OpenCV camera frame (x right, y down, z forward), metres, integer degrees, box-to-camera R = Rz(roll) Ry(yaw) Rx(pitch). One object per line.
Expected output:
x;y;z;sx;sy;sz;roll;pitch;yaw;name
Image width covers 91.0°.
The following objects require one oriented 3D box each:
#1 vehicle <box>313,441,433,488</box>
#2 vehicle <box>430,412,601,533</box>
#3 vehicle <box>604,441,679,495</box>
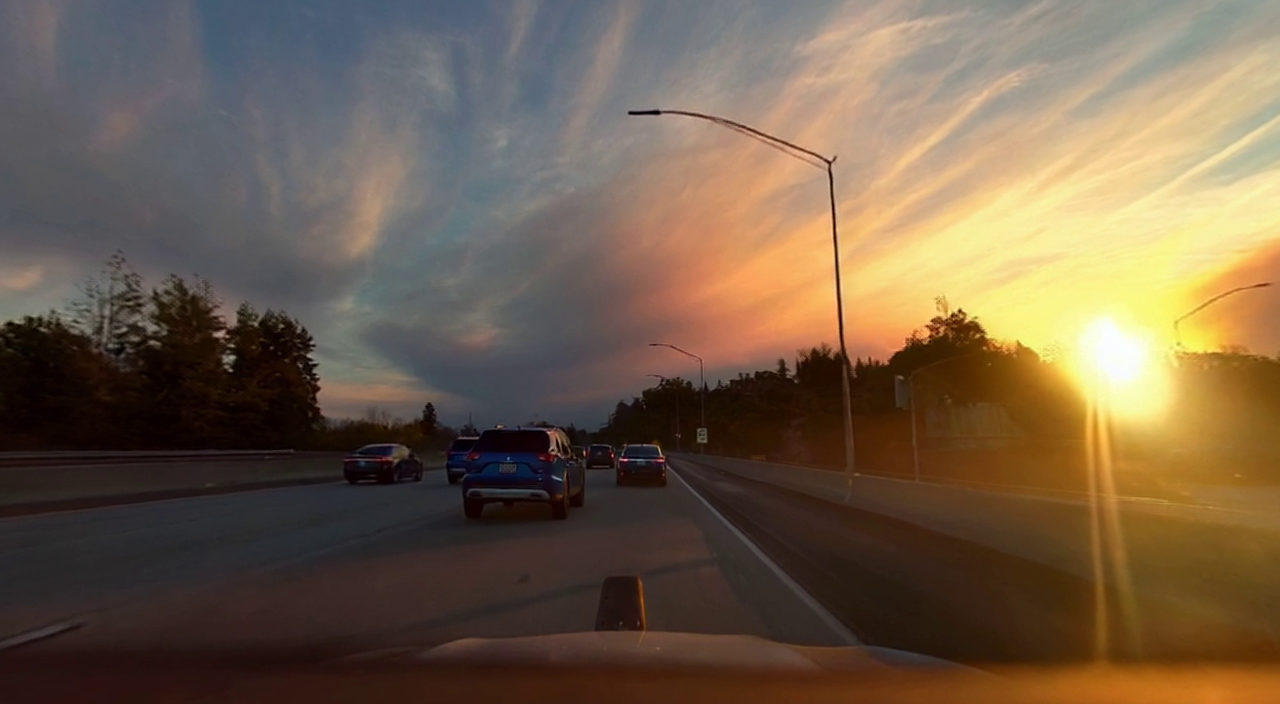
-9.316;3.946;22.487;2.126;1.480;4.589;0;-9;3;vehicle
-1.997;2.114;11.546;2.123;1.798;4.108;0;-9;2;vehicle
0.089;3.524;19.535;2.068;1.488;4.045;0;-9;1;vehicle
